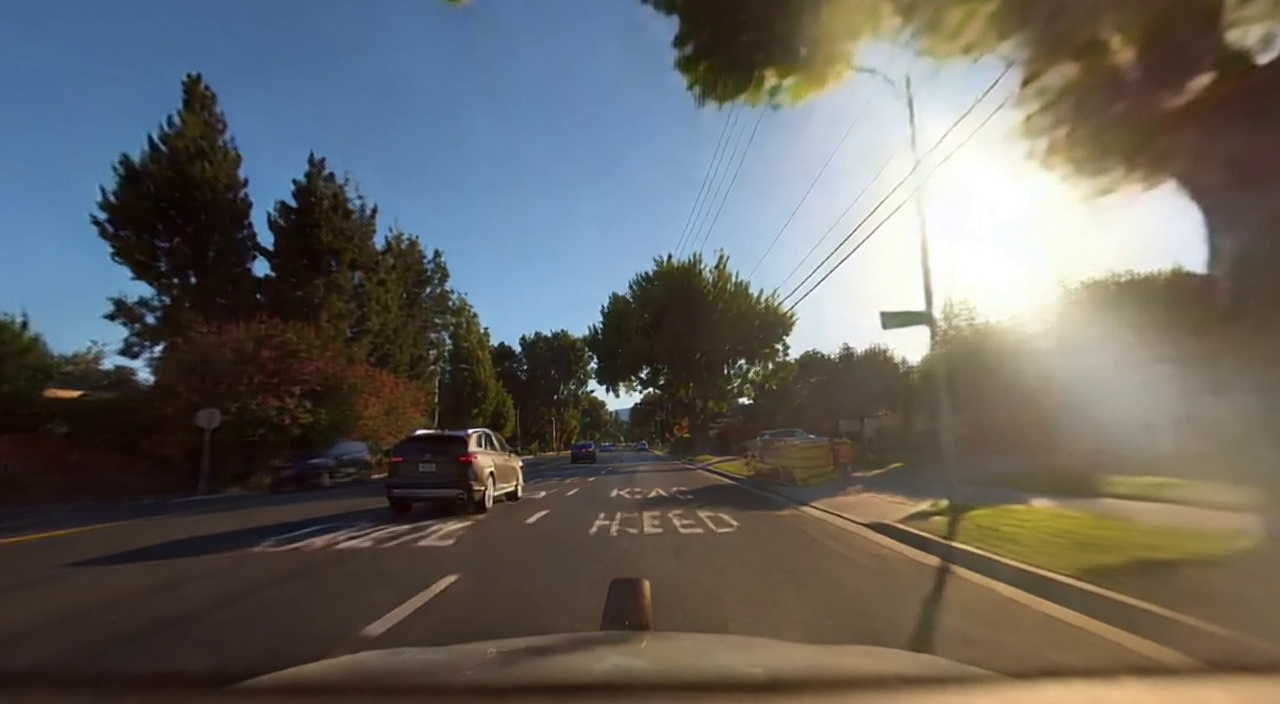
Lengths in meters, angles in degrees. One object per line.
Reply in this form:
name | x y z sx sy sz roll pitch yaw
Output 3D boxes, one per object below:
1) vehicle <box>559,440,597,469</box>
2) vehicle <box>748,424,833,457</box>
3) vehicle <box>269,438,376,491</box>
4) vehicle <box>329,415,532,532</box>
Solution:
vehicle | -3.428 5.764 35.436 1.802 1.528 3.490 0 -8 0
vehicle | 9.674 5.701 40.678 4.944 2.023 1.973 0 -8 -1
vehicle | -12.162 4.315 24.513 1.968 1.799 4.377 -2 -8 -2
vehicle | -3.586 2.183 11.900 2.190 1.766 4.394 0 -8 2
